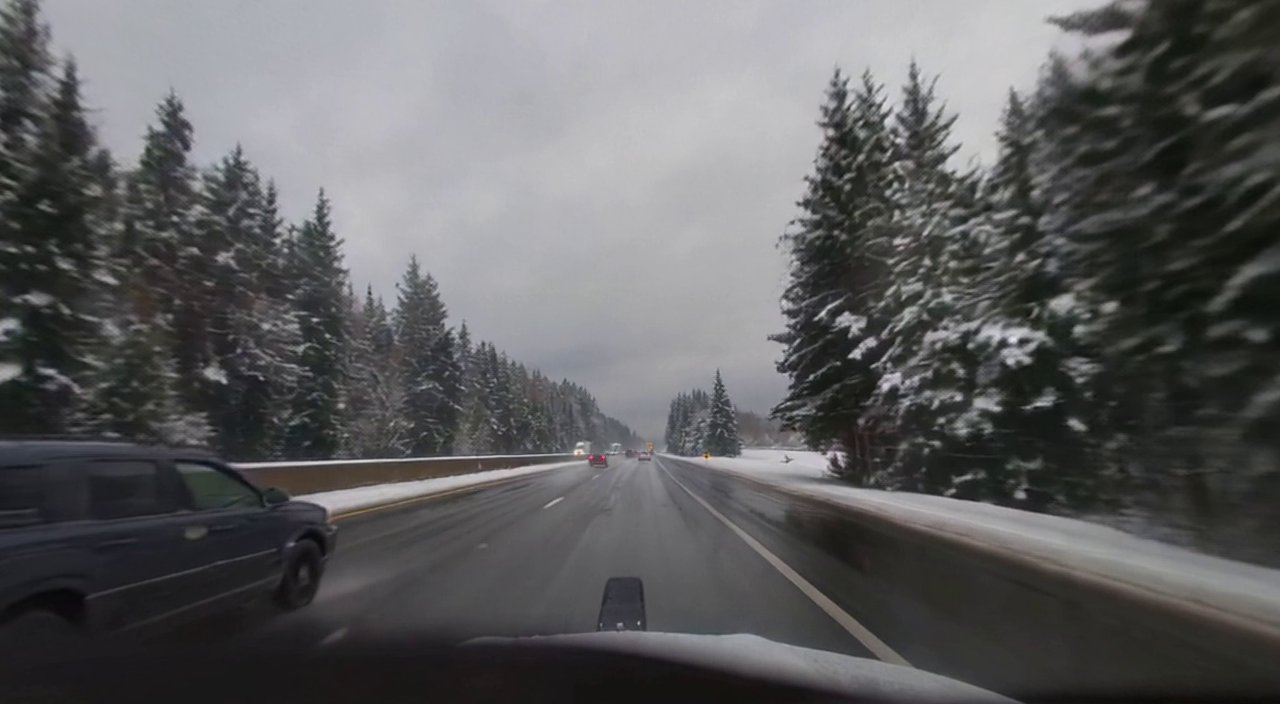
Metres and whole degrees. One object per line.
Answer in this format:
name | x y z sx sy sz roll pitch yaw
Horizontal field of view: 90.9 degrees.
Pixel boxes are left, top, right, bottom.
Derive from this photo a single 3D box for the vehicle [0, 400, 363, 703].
vehicle | -3.460 1.068 3.184 1.969 1.505 4.636 0 -9 1
